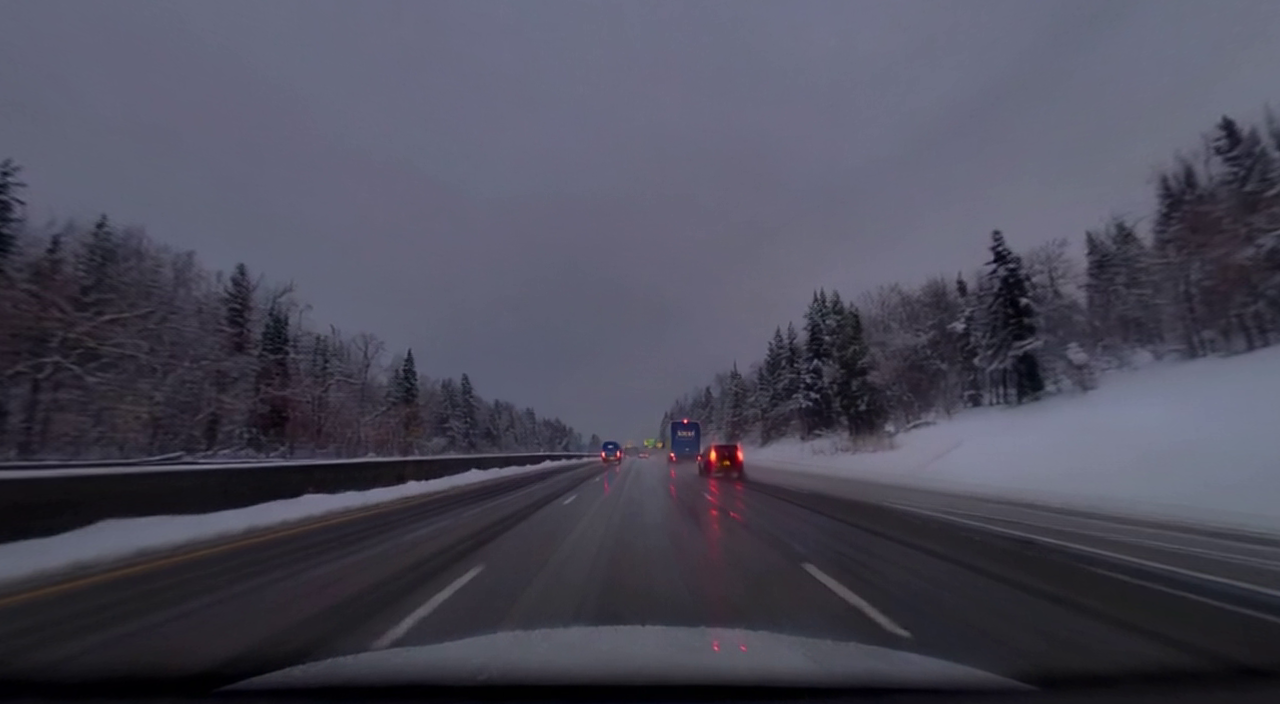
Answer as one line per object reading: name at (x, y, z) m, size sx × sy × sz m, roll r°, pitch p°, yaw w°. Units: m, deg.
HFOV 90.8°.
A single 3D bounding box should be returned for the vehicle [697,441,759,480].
vehicle at (3.900, 4.891, 28.669) m, size 2.066 × 1.638 × 4.158 m, roll 0°, pitch -9°, yaw -2°
